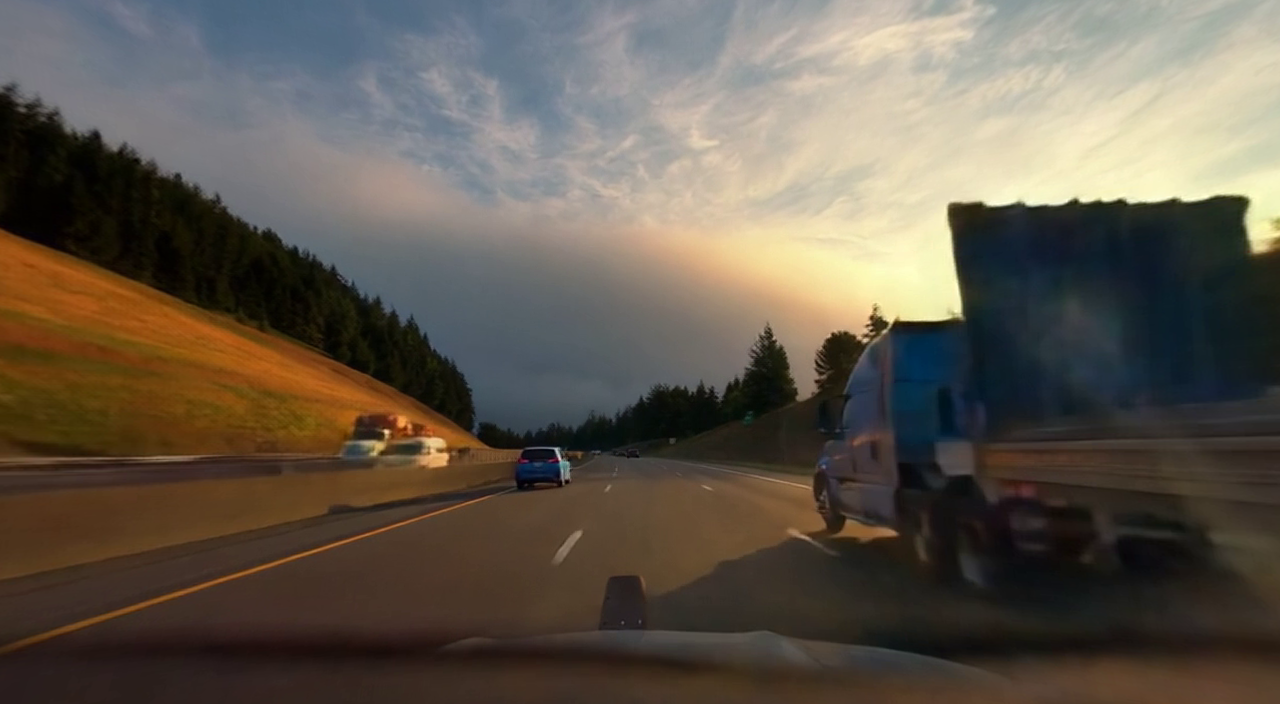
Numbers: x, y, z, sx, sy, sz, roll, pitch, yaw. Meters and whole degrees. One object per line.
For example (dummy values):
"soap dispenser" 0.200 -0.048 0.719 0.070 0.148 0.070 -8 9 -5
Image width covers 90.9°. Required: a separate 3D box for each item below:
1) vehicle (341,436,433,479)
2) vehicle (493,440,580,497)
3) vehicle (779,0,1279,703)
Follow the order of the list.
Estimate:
"vehicle" -10.678 4.508 26.965 2.039 1.645 4.443 -1 -9 1
"vehicle" -3.255 3.795 20.822 2.115 1.670 4.261 0 -9 0
"vehicle" 4.503 -0.386 3.372 3.532 4.201 17.611 0 -9 0
